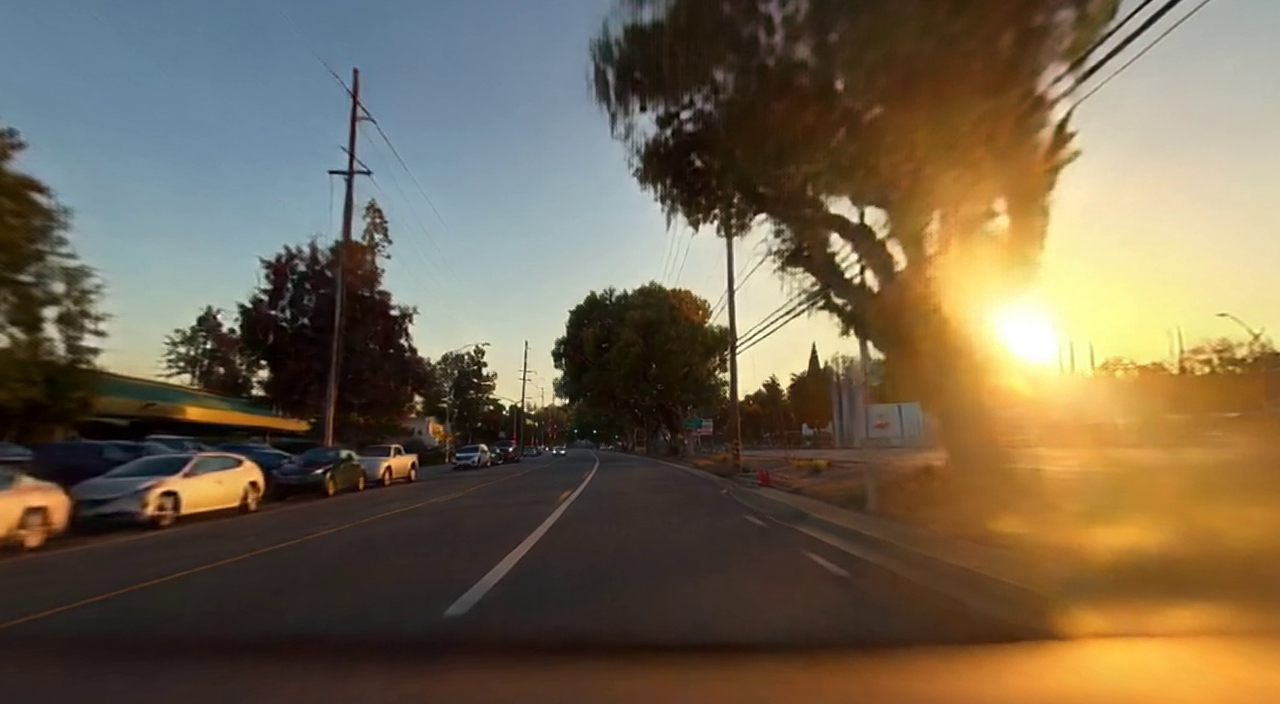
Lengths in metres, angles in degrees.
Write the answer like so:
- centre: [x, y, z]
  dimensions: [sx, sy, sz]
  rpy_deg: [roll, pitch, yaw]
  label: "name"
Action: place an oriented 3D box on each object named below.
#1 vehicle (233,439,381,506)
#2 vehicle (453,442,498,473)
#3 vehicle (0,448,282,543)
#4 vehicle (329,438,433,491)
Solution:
- centre: [-9.592, 3.475, 18.726]
  dimensions: [2.027, 1.719, 4.575]
  rpy_deg: [0, -9, -3]
  label: "vehicle"
- centre: [-10.678, 6.845, 41.326]
  dimensions: [2.016, 1.872, 5.297]
  rpy_deg: [1, -9, -6]
  label: "vehicle"
- centre: [-9.248, 2.639, 12.383]
  dimensions: [1.878, 1.471, 4.698]
  rpy_deg: [0, -9, -2]
  label: "vehicle"
- centre: [-9.725, 4.258, 24.265]
  dimensions: [1.983, 1.799, 5.276]
  rpy_deg: [0, -9, -3]
  label: "vehicle"
